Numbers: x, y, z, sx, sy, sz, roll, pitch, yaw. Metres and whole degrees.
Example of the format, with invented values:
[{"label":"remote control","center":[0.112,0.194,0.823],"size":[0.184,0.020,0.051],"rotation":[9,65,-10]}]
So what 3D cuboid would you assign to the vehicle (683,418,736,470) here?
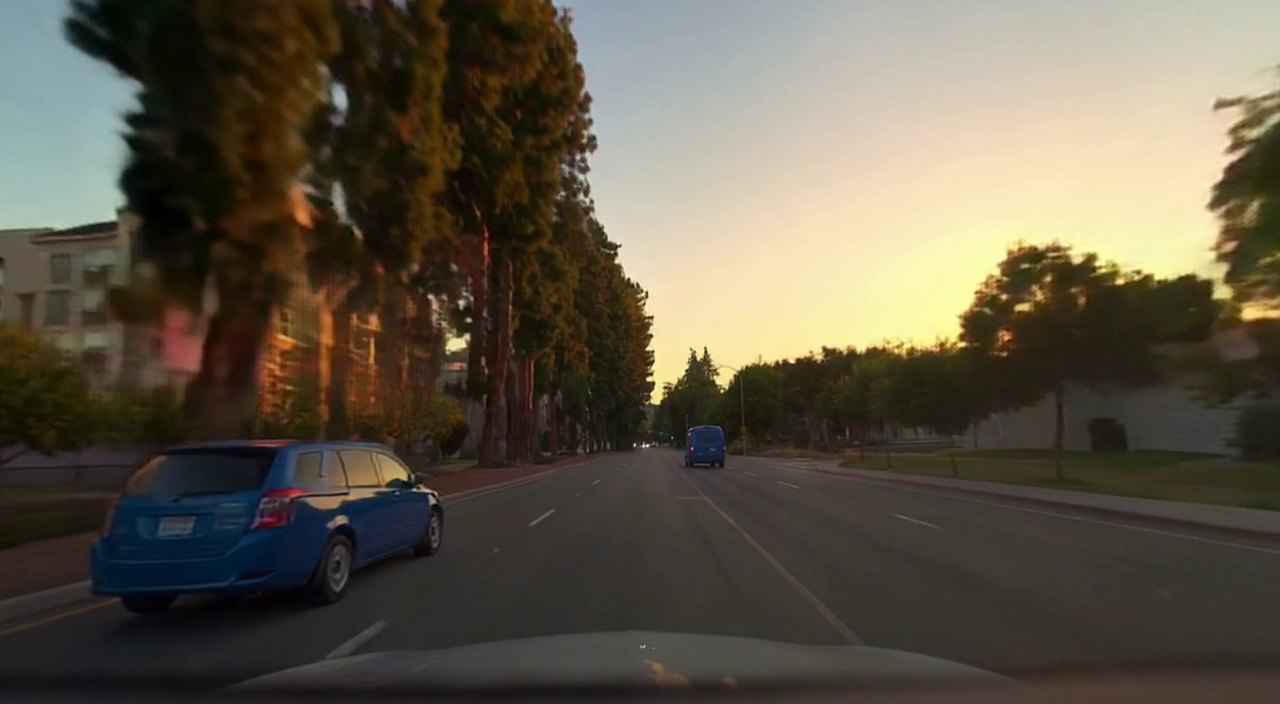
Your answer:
[{"label":"vehicle","center":[3.820,5.232,35.687],"size":[2.349,2.671,5.744],"rotation":[0,-8,0]}]

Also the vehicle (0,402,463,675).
[{"label":"vehicle","center":[-3.490,1.446,6.090],"size":[2.129,1.602,4.532],"rotation":[0,-8,2]}]
